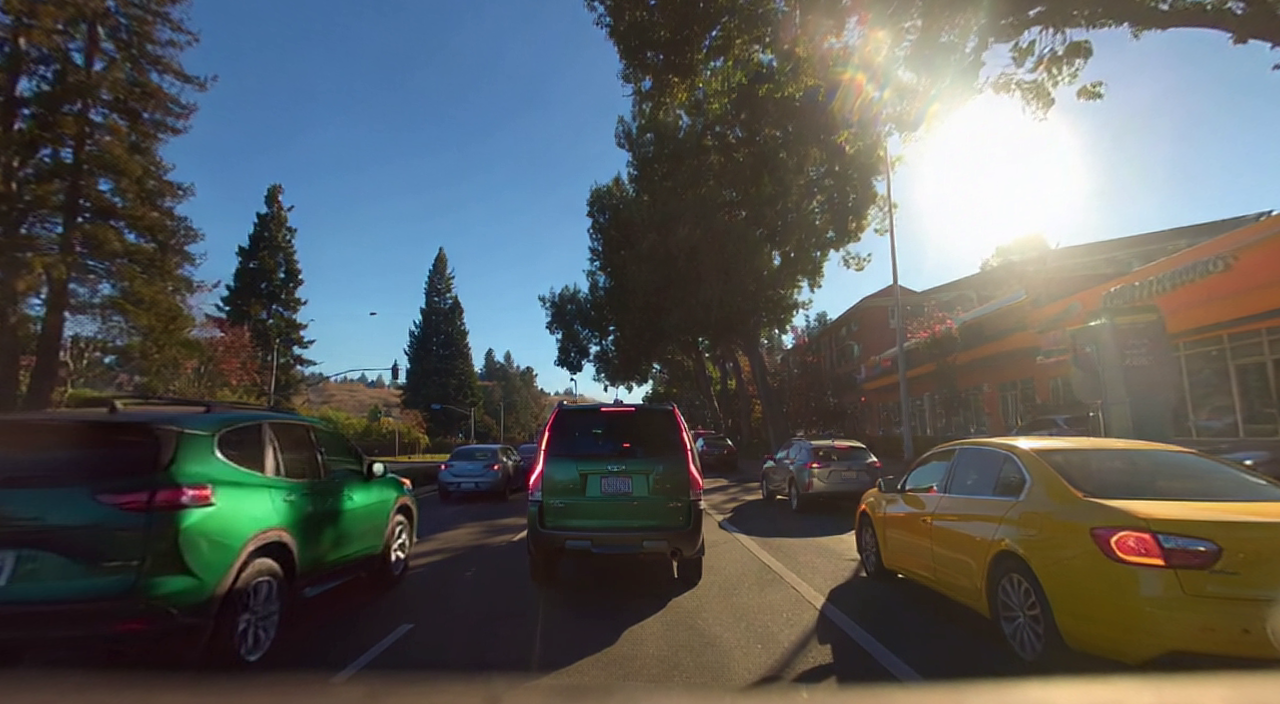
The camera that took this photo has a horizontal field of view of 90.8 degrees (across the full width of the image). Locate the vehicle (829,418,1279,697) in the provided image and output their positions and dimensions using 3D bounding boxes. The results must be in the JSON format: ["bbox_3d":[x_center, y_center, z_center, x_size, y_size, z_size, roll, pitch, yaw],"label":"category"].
[{"bbox_3d":[3.360,1.433,5.651,1.900,1.477,4.352,0,-9,-1],"label":"vehicle"}]

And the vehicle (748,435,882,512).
[{"bbox_3d":[3.911,2.777,14.931,1.875,1.521,4.192,0,-9,-1],"label":"vehicle"}]

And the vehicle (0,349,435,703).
[{"bbox_3d":[-3.655,1.233,5.508,2.231,1.853,4.461,0,-9,0],"label":"vehicle"}]

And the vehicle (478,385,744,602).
[{"bbox_3d":[-0.294,1.511,7.528,2.238,1.825,4.190,0,-9,-1],"label":"vehicle"}]
